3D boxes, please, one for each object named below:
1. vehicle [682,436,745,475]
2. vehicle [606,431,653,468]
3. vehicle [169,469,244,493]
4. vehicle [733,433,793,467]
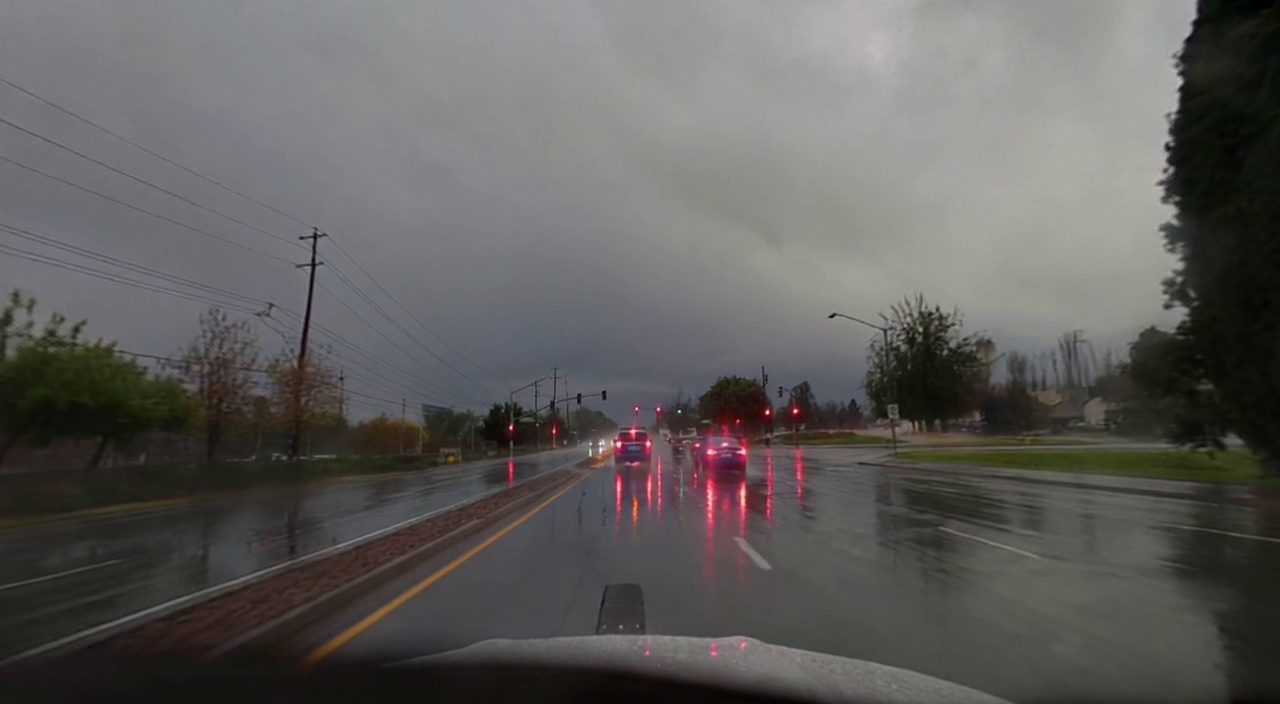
[{"bbox_3d":[2.975,4.303,26.444,1.984,1.462,4.513,0,-9,-2],"label":"vehicle"},{"bbox_3d":[-0.560,5.139,33.325,2.300,1.821,4.254,0,-9,-1],"label":"vehicle"},{"bbox_3d":[-33.878,10.083,49.430,4.224,1.614,2.123,-1,-9,-3],"label":"vehicle"},{"bbox_3d":[6.525,5.283,34.061,2.198,1.678,4.419,0,-9,-2],"label":"vehicle"}]
